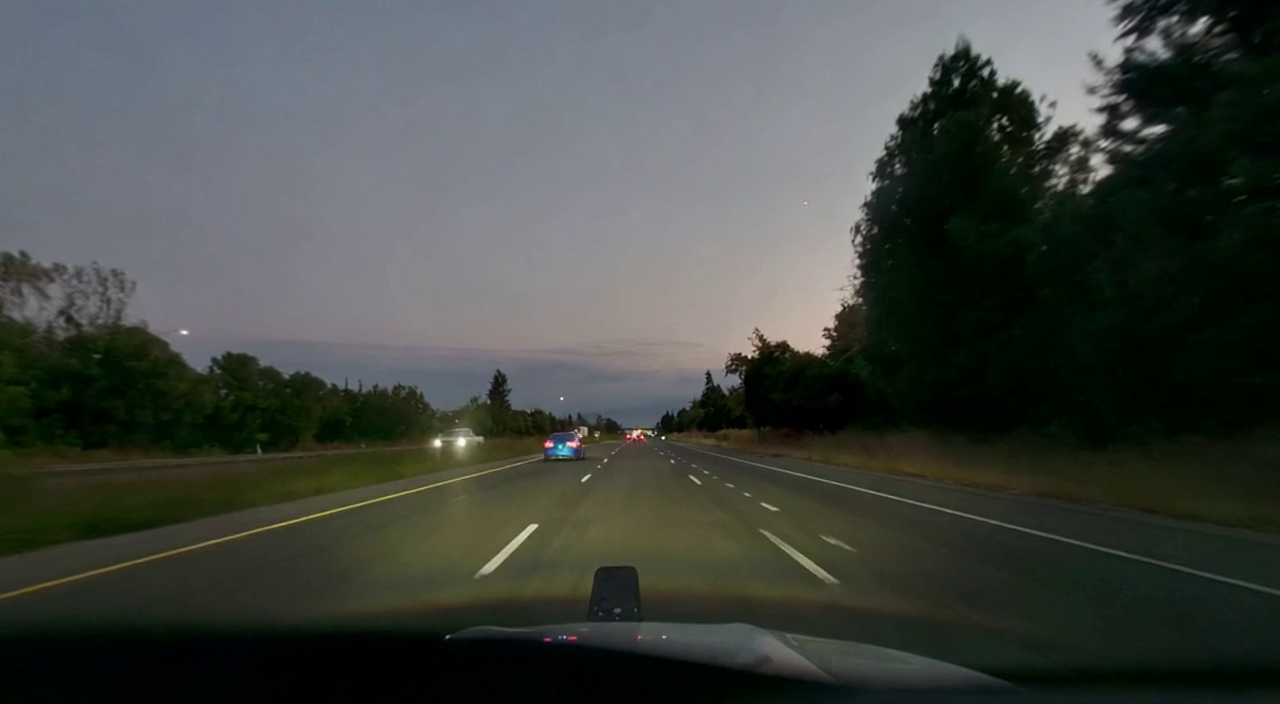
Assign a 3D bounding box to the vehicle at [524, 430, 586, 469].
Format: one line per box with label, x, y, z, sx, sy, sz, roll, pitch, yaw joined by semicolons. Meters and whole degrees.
vehicle;-3.445;4.032;26.200;2.085;1.479;3.846;0;-8;0
